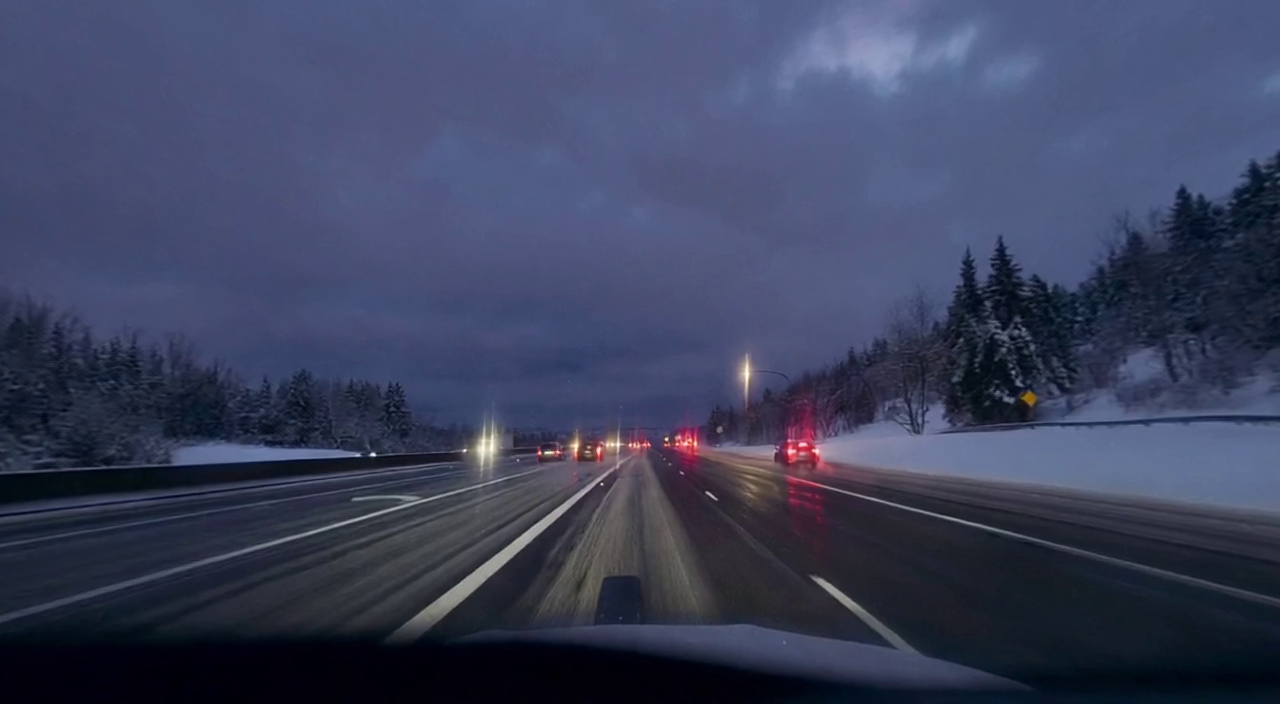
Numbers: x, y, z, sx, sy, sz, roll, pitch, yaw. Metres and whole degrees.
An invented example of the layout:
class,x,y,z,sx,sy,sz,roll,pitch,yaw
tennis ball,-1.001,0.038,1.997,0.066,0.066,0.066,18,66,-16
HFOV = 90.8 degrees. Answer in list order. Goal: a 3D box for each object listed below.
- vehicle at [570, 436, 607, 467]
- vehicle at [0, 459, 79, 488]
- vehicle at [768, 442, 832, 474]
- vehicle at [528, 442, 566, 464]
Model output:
class,x,y,z,sx,sy,sz,roll,pitch,yaw
vehicle,-3.147,6.229,39.553,1.893,1.827,4.513,0,-9,0
vehicle,-34.949,6.862,35.984,1.767,1.446,4.519,0,-9,0
vehicle,7.745,5.157,31.047,1.900,1.432,4.519,0,-9,-1
vehicle,-6.559,7.208,45.098,2.009,1.462,4.458,0,-9,0
